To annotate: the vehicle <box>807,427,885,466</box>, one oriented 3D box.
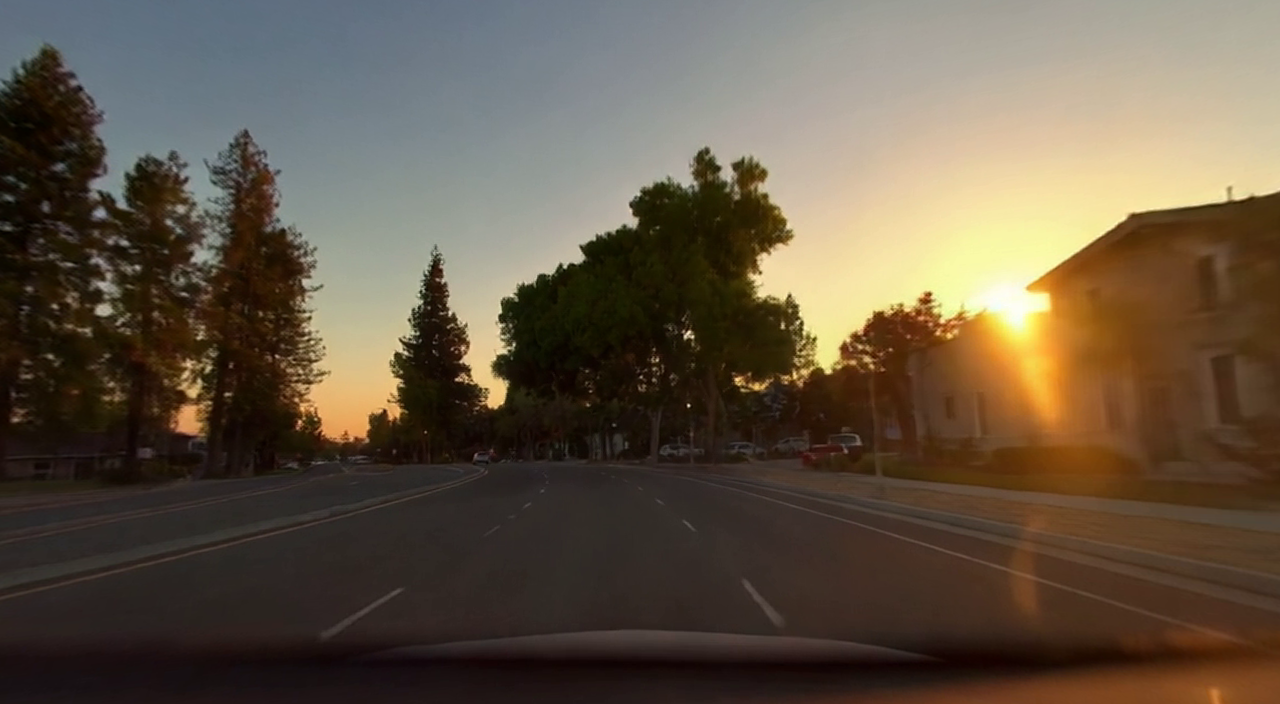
[{"bbox_3d":[11.307,5.166,34.467,2.110,1.863,4.977,-10,-13,39],"label":"vehicle"}]
